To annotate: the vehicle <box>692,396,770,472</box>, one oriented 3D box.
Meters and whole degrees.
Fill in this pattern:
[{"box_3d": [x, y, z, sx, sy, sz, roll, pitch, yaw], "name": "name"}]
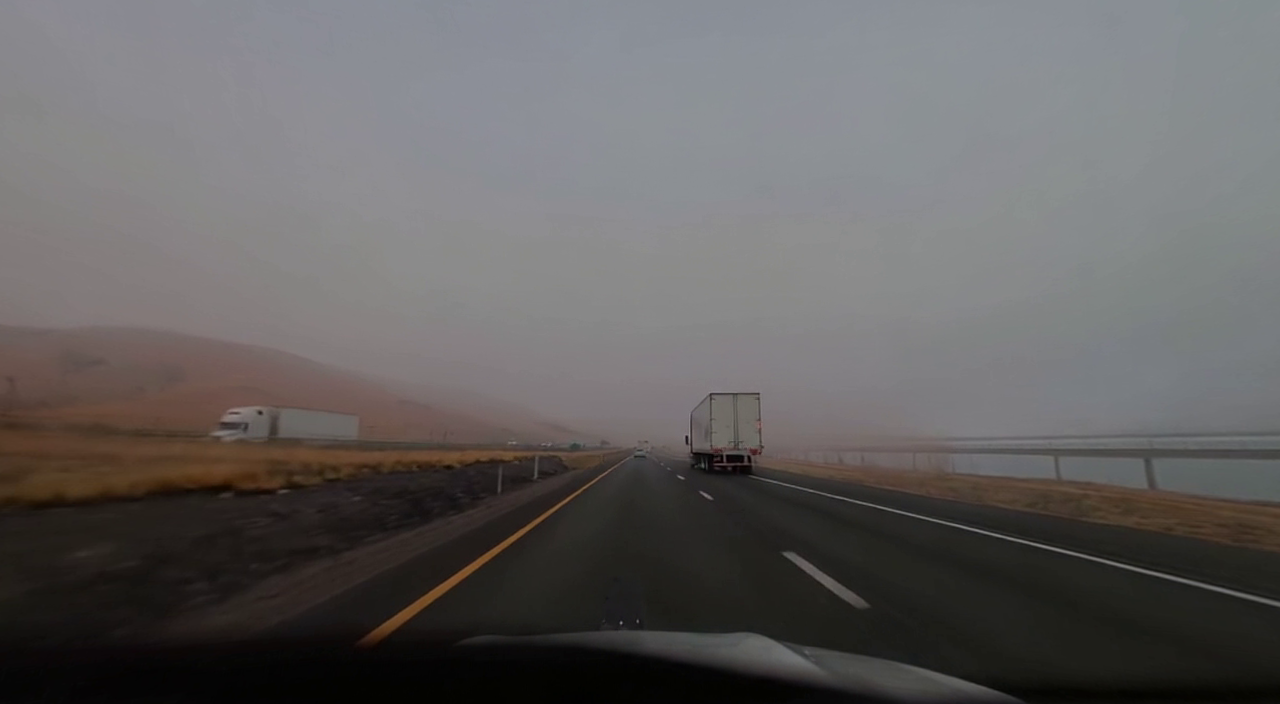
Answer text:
[{"box_3d": [5.386, 5.388, 40.224, 3.035, 4.005, 13.454, 0, -9, 0], "name": "vehicle"}]
